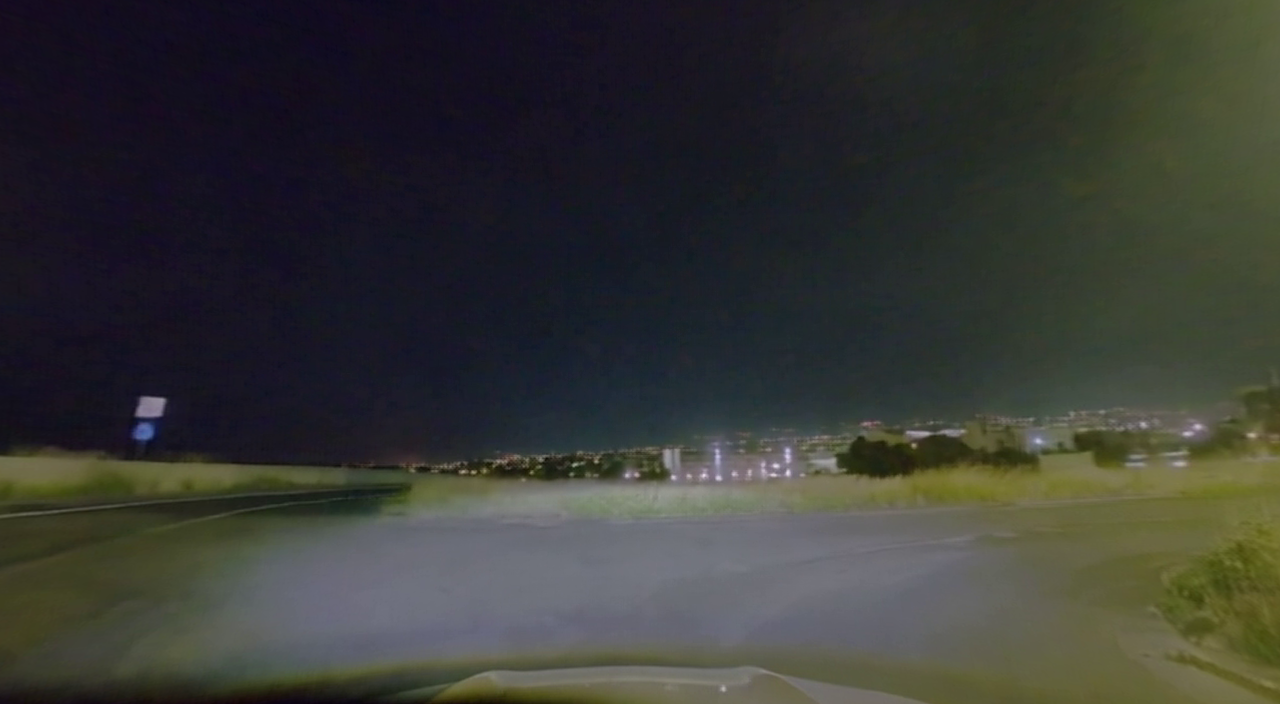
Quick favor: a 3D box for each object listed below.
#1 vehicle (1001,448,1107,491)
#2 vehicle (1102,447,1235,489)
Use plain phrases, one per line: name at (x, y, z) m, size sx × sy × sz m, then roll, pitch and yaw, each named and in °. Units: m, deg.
vehicle at (17.247, 4.975, 26.515) m, size 1.944 × 1.608 × 3.715 m, roll 1°, pitch -12°, yaw 1°
vehicle at (20.785, 4.631, 25.020) m, size 1.833 × 1.490 × 3.705 m, roll 2°, pitch -11°, yaw -5°
